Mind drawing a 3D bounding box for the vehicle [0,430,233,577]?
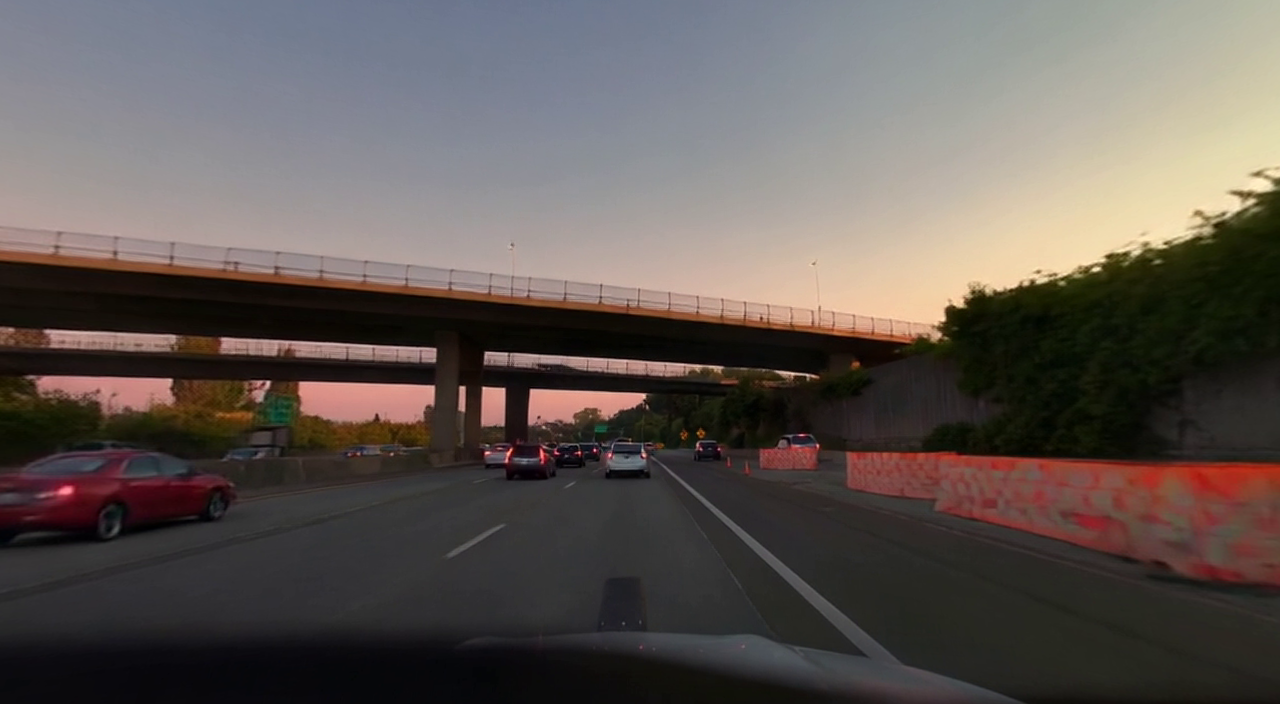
[{"bbox_3d":[-7.511,1.726,7.629,1.948,1.494,4.749,0,-8,1],"label":"vehicle"}]

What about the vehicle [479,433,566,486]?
[{"bbox_3d":[-3.950,3.709,21.996,2.124,1.639,4.344,0,-8,1],"label":"vehicle"}]

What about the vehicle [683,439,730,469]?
[{"bbox_3d":[3.443,5.403,33.463,2.003,1.465,4.092,0,-8,-1],"label":"vehicle"}]

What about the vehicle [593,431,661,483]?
[{"bbox_3d":[-0.426,3.801,23.118,2.270,1.696,4.061,0,-8,0],"label":"vehicle"}]

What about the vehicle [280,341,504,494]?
[{"bbox_3d":[-7.439,2.426,21.373,2.959,3.886,10.574,-1,-8,2],"label":"vehicle"}]
